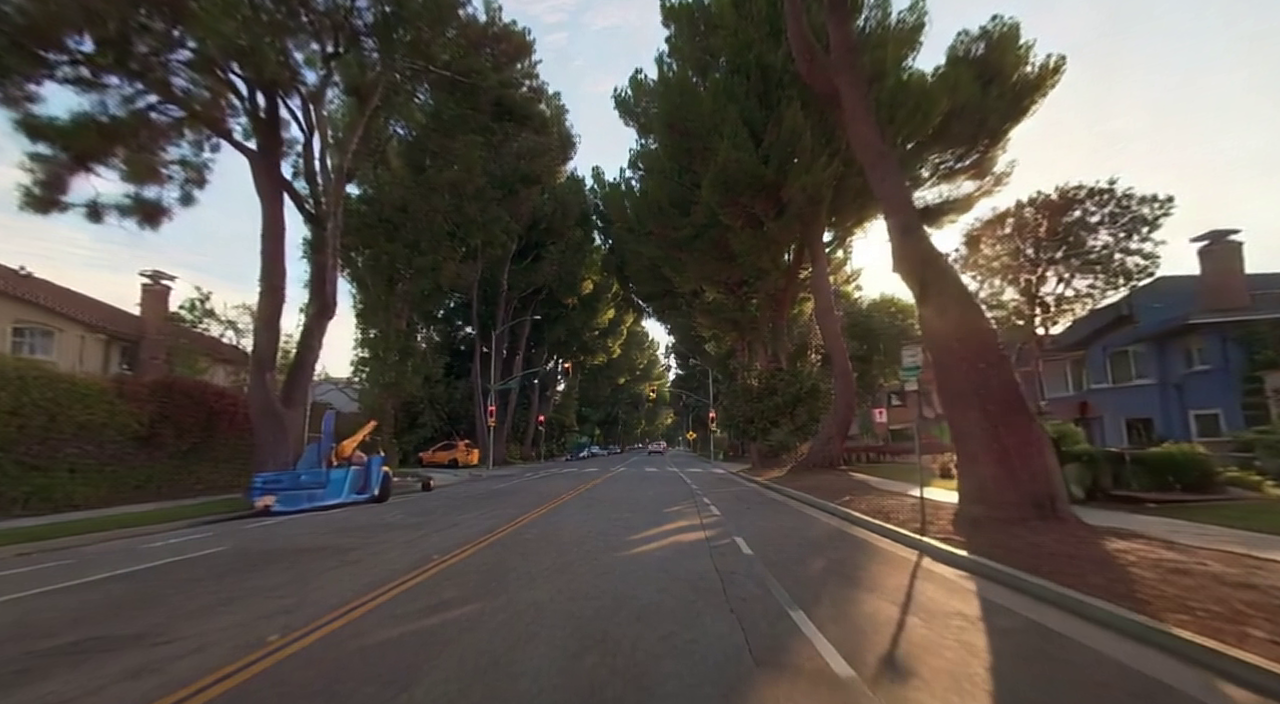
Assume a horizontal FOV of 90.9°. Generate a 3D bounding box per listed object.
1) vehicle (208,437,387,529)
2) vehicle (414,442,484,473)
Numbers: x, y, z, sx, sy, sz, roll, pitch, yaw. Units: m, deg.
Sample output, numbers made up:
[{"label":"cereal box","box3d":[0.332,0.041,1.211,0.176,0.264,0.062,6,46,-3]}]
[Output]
[{"label":"vehicle","box3d":[-8.440,3.171,16.117,1.998,1.814,4.559,-4,-7,1]},{"label":"vehicle","box3d":[-14.907,8.232,49.438,4.593,2.294,2.461,-1,-8,5]}]
